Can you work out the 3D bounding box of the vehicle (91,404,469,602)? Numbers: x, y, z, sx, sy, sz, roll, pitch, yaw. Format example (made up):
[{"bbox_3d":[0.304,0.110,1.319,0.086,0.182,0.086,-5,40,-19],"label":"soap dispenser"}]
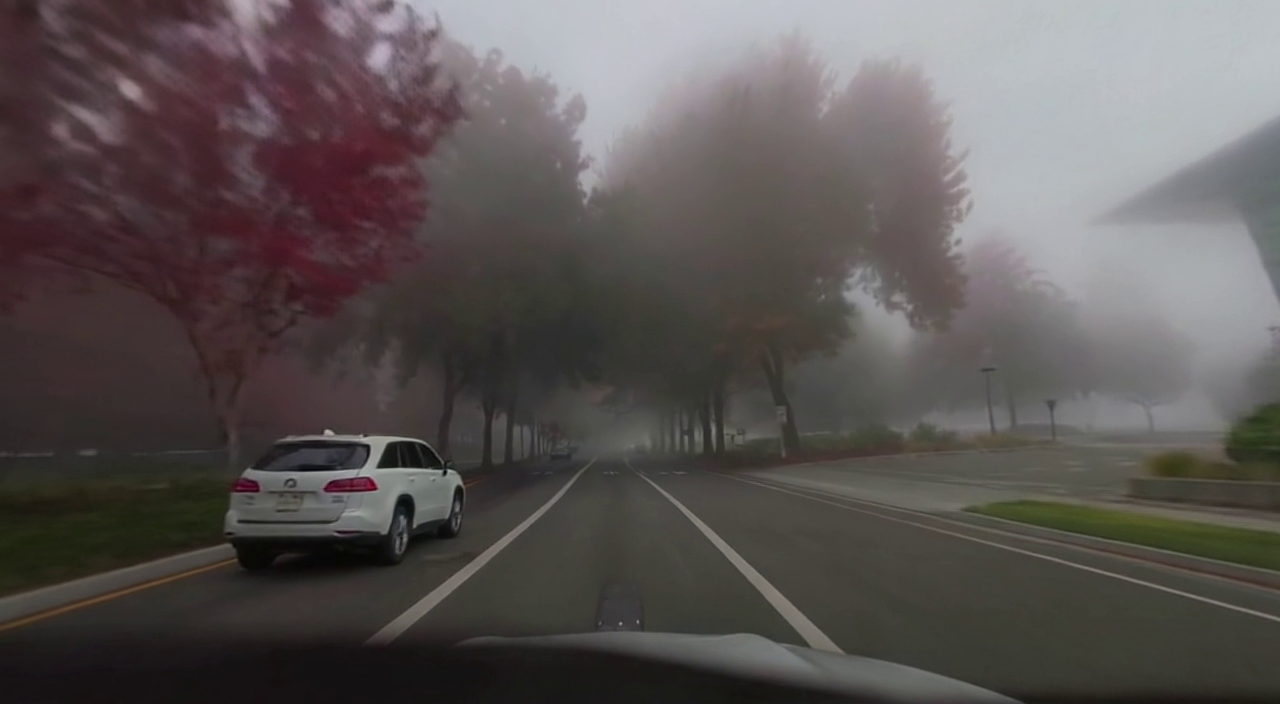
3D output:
[{"bbox_3d":[-3.743,1.645,7.831,2.067,1.700,4.561,0,-8,-2],"label":"vehicle"}]
